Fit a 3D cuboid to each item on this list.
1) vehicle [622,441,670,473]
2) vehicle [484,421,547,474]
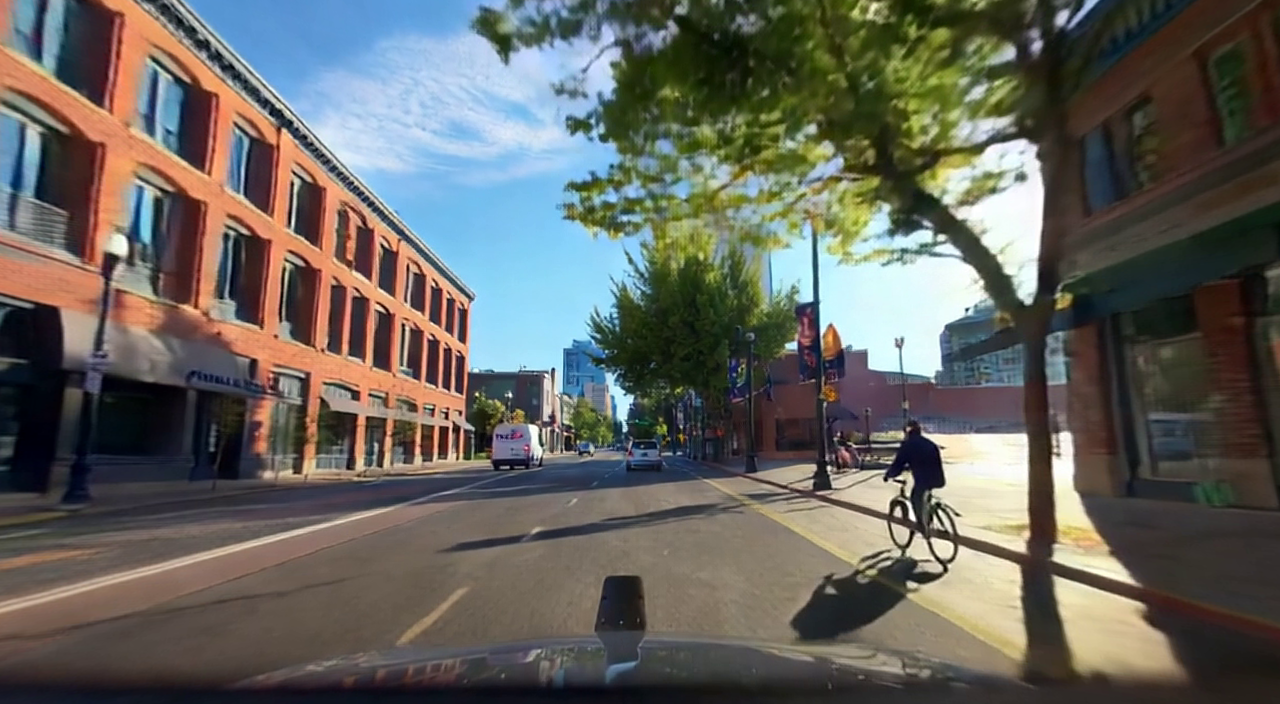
[{"bbox_3d":[0.320,5.485,33.197,2.356,1.572,4.810,0,-9,1],"label":"vehicle"},{"bbox_3d":[-6.687,5.213,34.631,2.418,2.620,5.522,-1,-8,-1],"label":"vehicle"}]
